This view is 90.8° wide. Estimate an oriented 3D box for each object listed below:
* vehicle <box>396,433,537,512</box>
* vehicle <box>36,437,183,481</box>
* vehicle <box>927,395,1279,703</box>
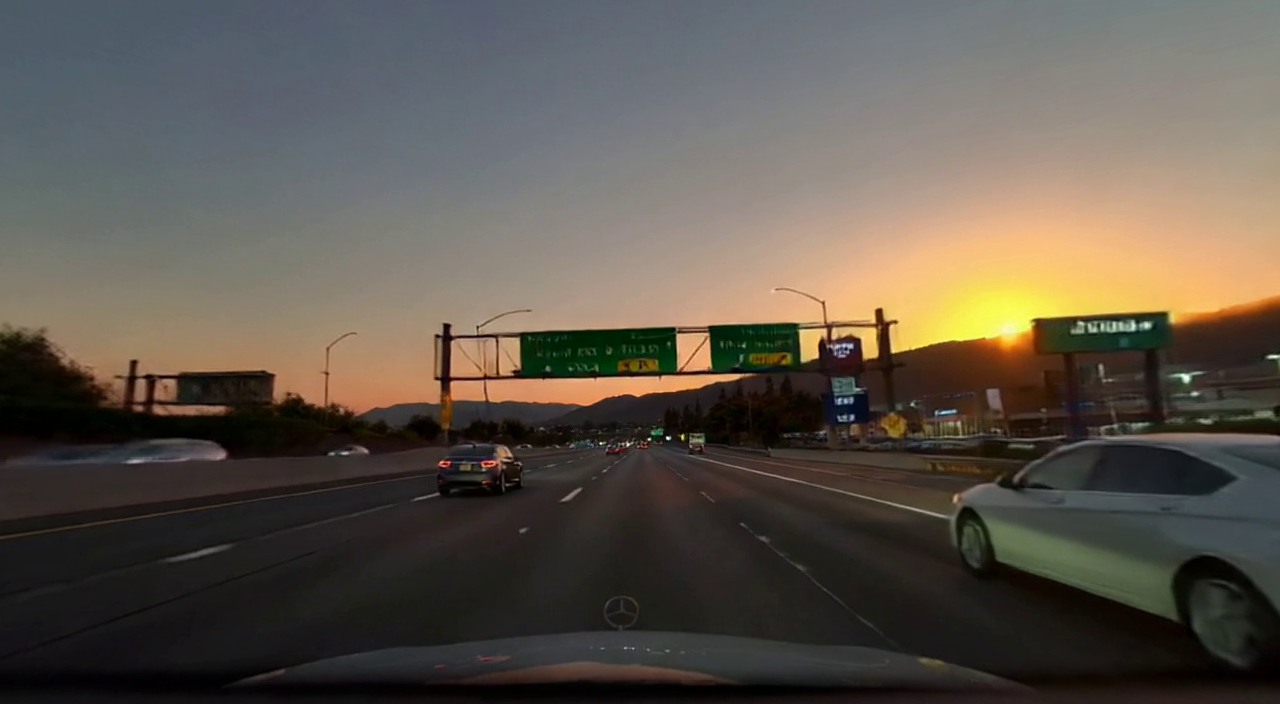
[{"bbox_3d":[-3.707,2.653,14.372,1.939,1.508,4.272,0,-8,1],"label":"vehicle"},{"bbox_3d":[-18.942,3.825,22.790,1.920,1.437,3.849,0,-8,0],"label":"vehicle"},{"bbox_3d":[3.928,1.080,3.681,2.164,1.507,4.914,0,-8,-1],"label":"vehicle"}]
